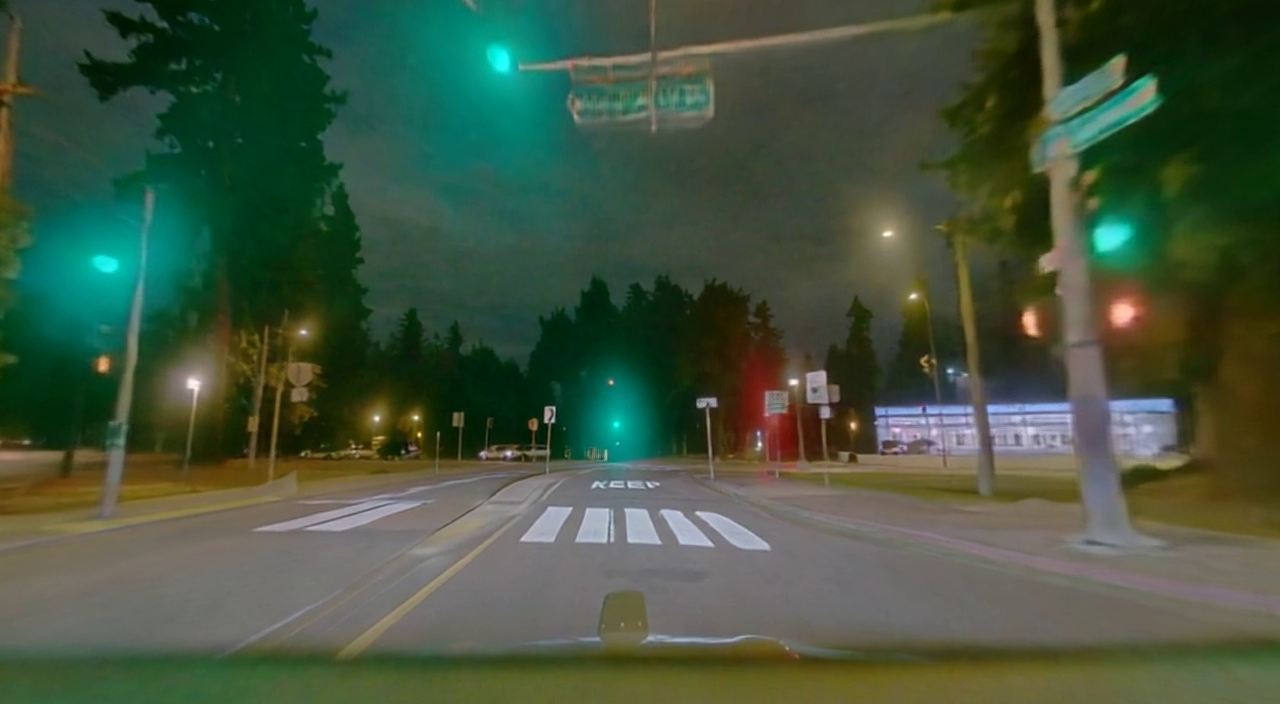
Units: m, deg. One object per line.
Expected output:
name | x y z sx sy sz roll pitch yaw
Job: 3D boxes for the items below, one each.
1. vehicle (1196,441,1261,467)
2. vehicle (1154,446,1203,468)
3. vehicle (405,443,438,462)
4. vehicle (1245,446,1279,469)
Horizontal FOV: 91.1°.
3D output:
vehicle | 40.536 7.008 43.363 2.098 1.634 4.456 -6 -10 29
vehicle | 38.053 7.384 44.437 1.769 1.433 3.688 -6 -10 29
vehicle | -17.030 7.857 49.065 1.789 1.399 4.236 2 -9 -11
vehicle | 42.575 7.069 42.063 1.926 1.441 3.860 -4 -9 29
